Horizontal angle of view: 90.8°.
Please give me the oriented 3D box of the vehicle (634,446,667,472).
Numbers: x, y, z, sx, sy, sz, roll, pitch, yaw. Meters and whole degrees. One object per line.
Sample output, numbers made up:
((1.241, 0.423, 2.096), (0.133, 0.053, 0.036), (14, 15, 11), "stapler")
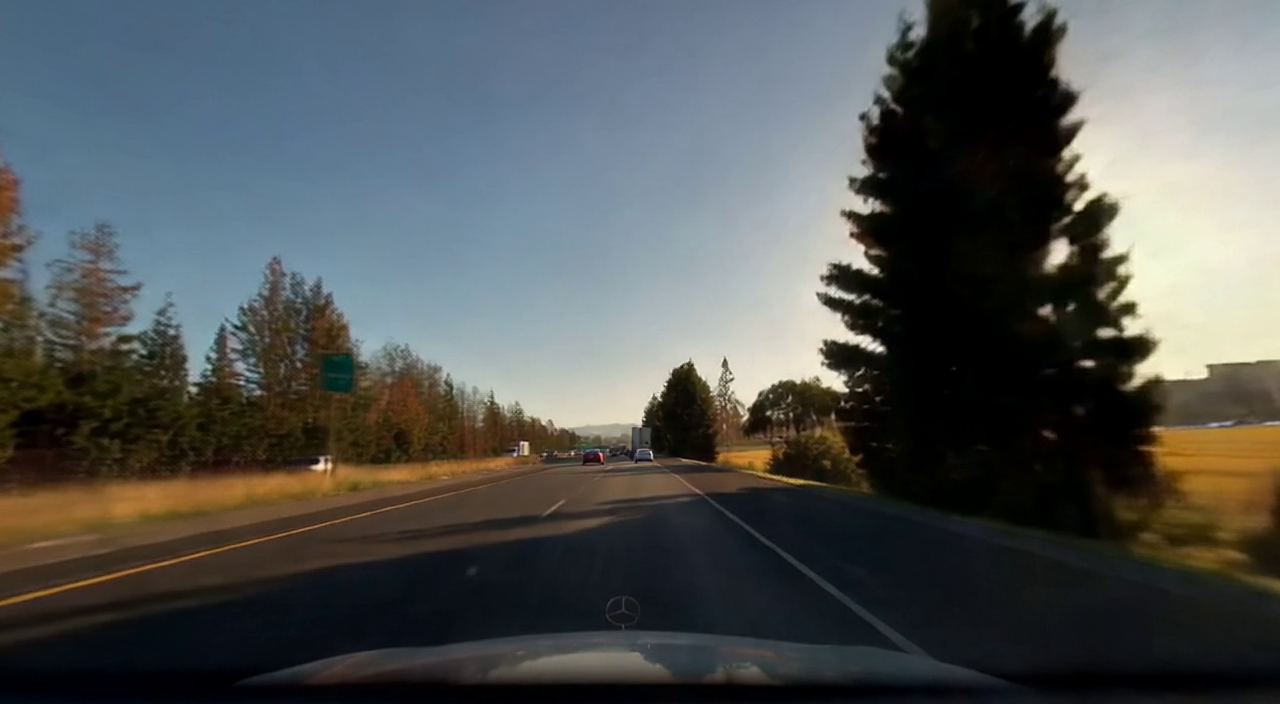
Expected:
((0.637, 7.019, 41.455), (1.992, 1.593, 3.937), (0, -9, -1), "vehicle")
